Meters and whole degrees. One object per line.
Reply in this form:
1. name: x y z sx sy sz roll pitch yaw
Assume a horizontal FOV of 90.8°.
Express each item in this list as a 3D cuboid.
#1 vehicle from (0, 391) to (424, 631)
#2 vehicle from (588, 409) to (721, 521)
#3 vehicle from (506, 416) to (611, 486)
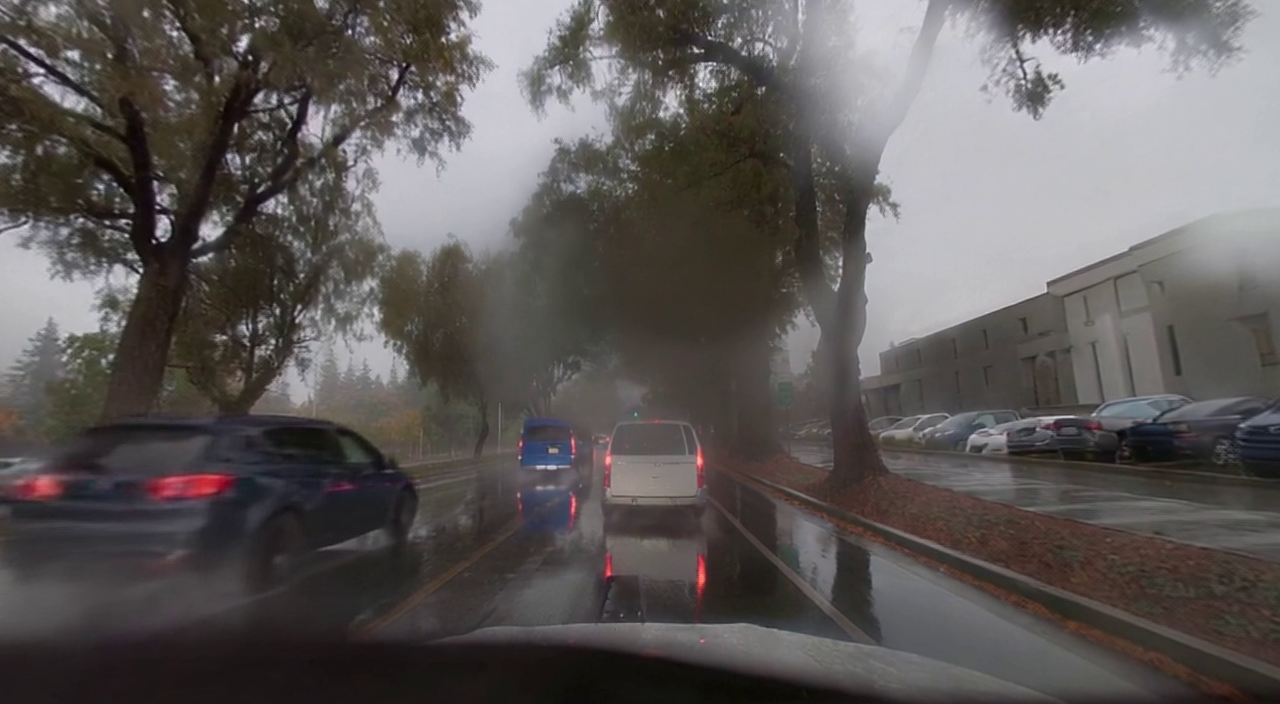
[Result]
1. vehicle: -4.204 1.498 7.001 2.116 1.714 4.757 0 -8 -2
2. vehicle: 0.316 2.174 12.549 2.173 1.830 4.189 0 -8 2
3. vehicle: -2.611 3.413 21.925 2.486 2.074 5.456 -1 -9 5
